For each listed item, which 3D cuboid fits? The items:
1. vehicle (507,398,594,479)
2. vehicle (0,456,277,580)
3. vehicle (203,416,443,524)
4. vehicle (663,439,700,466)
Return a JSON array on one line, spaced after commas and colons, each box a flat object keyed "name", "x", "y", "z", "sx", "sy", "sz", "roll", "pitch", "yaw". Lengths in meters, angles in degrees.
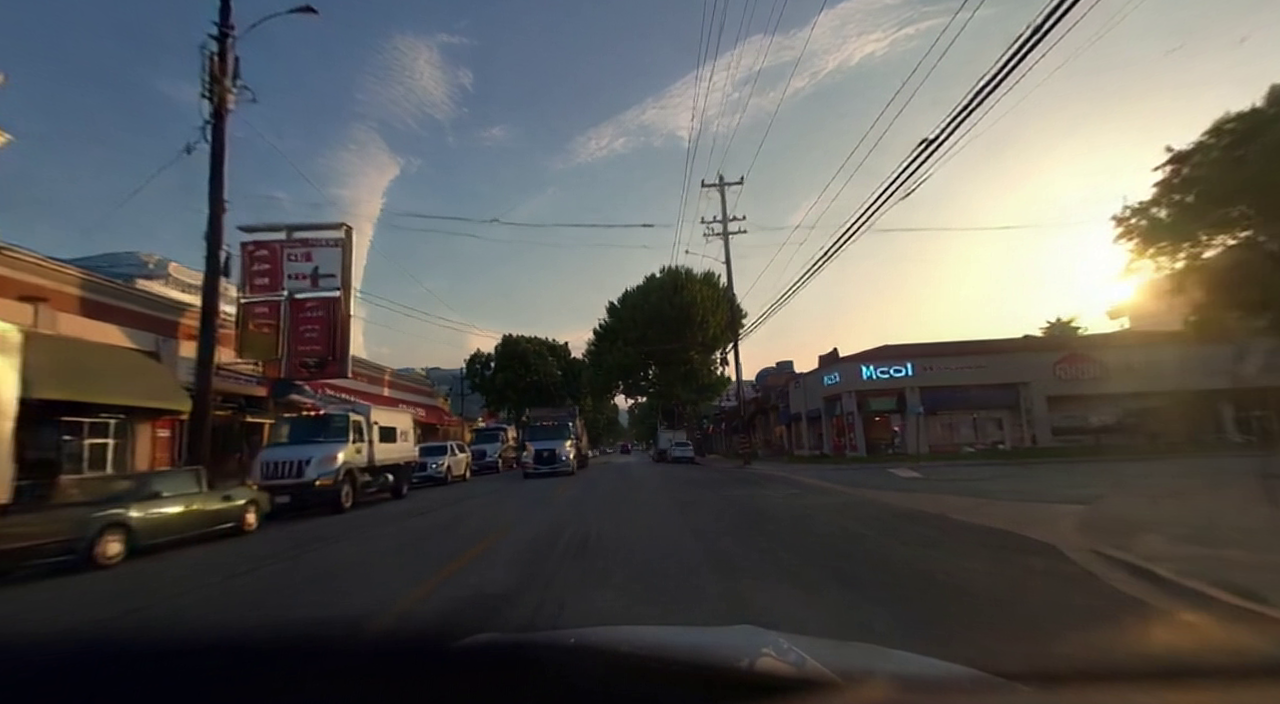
[{"name": "vehicle", "x": -4.133, "y": 4.440, "z": 32.224, "sx": 2.994, "sy": 3.308, "sz": 12.131, "roll": 0, "pitch": -8, "yaw": -2}, {"name": "vehicle", "x": -8.252, "y": 2.516, "z": 10.451, "sx": 1.777, "sy": 1.468, "sz": 4.605, "roll": 0, "pitch": -8, "yaw": 0}, {"name": "vehicle", "x": -8.100, "y": 3.115, "z": 17.517, "sx": 2.737, "sy": 2.345, "sz": 7.210, "roll": -1, "pitch": -8, "yaw": 2}, {"name": "vehicle", "x": 2.843, "y": 7.011, "z": 44.411, "sx": 2.097, "sy": 1.784, "sz": 4.915, "roll": 0, "pitch": -8, "yaw": -2}]
